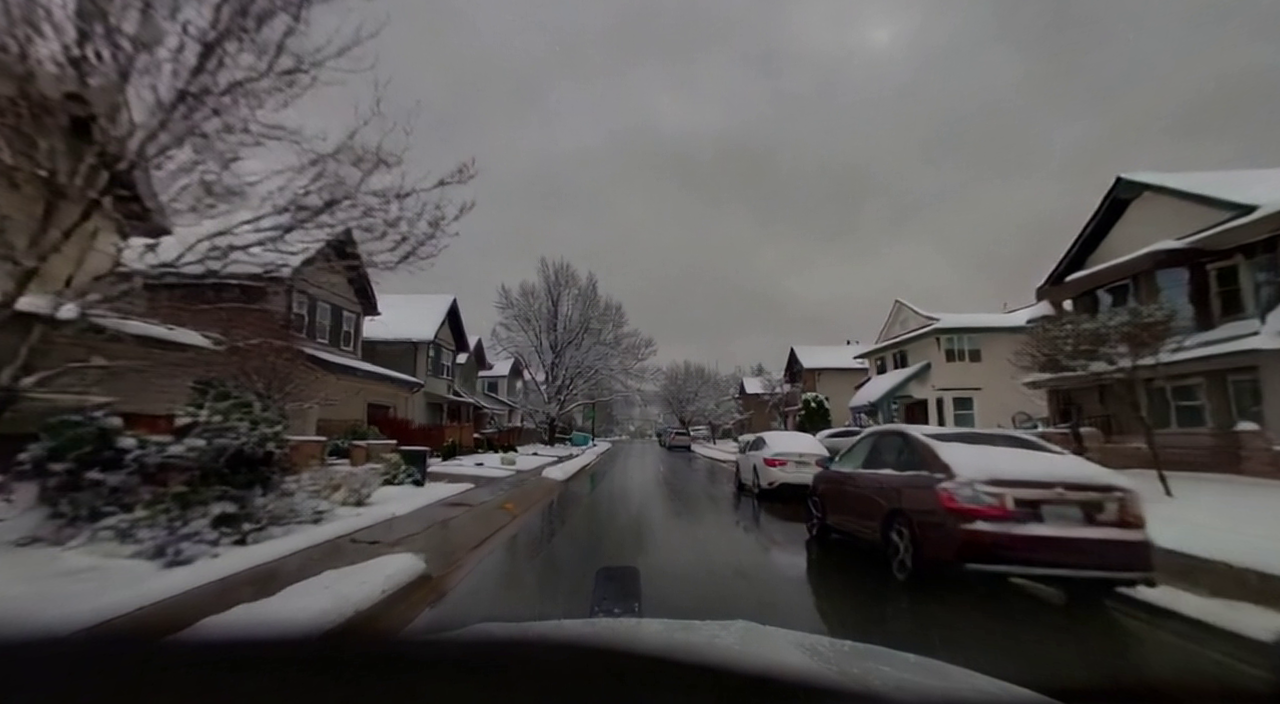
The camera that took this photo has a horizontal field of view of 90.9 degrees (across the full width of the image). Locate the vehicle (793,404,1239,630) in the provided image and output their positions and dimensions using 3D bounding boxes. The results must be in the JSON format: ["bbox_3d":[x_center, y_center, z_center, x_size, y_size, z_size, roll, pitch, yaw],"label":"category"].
[{"bbox_3d":[3.263,1.451,6.855,2.006,1.603,4.553,0,-7,-1],"label":"vehicle"}]

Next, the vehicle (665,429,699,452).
[{"bbox_3d":[2.929,6.197,44.461,1.955,1.498,4.046,0,-7,-3],"label":"vehicle"}]
